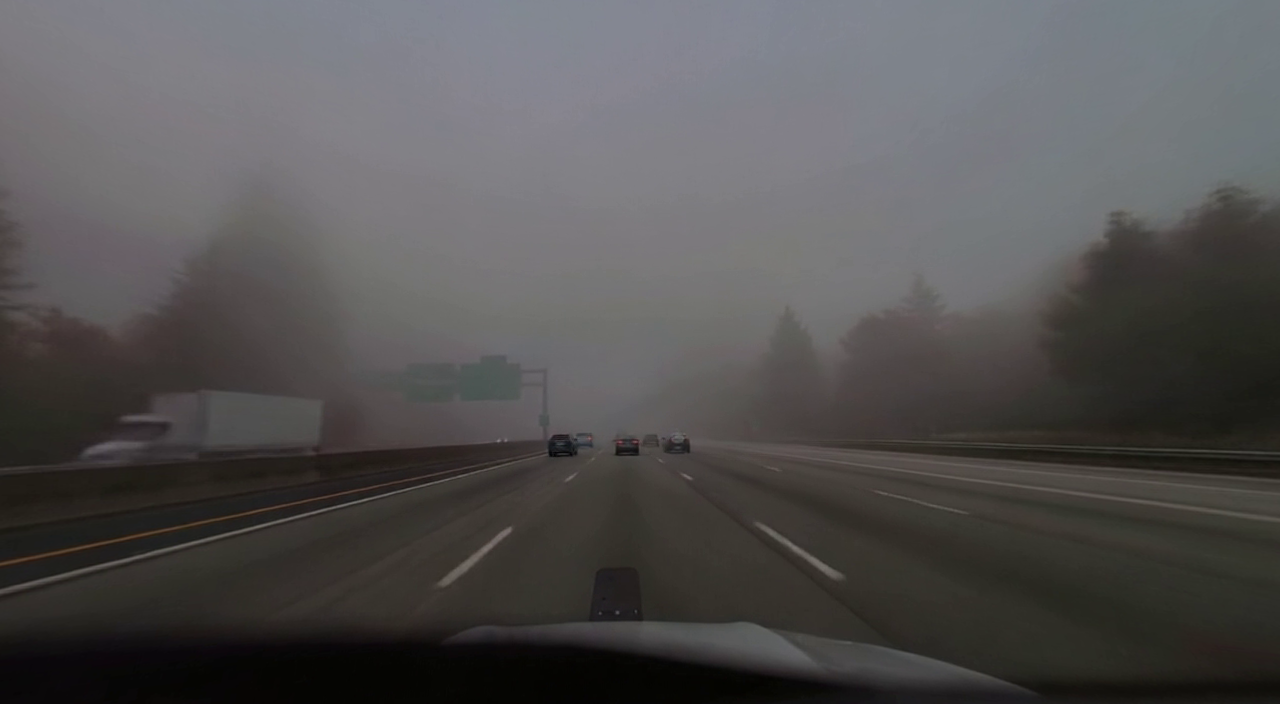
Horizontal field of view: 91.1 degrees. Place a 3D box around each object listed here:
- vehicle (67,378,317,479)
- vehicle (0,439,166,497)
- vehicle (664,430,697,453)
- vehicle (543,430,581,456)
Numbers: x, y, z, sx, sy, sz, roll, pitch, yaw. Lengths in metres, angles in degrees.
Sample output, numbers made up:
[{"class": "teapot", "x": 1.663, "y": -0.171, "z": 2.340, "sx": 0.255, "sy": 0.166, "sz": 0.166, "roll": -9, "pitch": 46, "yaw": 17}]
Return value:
[{"class": "vehicle", "x": -21.406, "y": 3.977, "z": 32.053, "sx": 2.881, "sy": 3.966, "sz": 14.073, "roll": 0, "pitch": -8, "yaw": -2}, {"class": "vehicle", "x": -16.990, "y": 3.422, "z": 19.088, "sx": 1.896, "sy": 1.535, "sz": 4.266, "roll": 0, "pitch": -8, "yaw": -1}, {"class": "vehicle", "x": 3.087, "y": 6.880, "z": 48.582, "sx": 2.066, "sy": 1.673, "sz": 4.225, "roll": 0, "pitch": -8, "yaw": -2}, {"class": "vehicle", "x": -5.256, "y": 6.167, "z": 42.755, "sx": 2.119, "sy": 1.629, "sz": 3.946, "roll": 0, "pitch": -8, "yaw": -1}]
